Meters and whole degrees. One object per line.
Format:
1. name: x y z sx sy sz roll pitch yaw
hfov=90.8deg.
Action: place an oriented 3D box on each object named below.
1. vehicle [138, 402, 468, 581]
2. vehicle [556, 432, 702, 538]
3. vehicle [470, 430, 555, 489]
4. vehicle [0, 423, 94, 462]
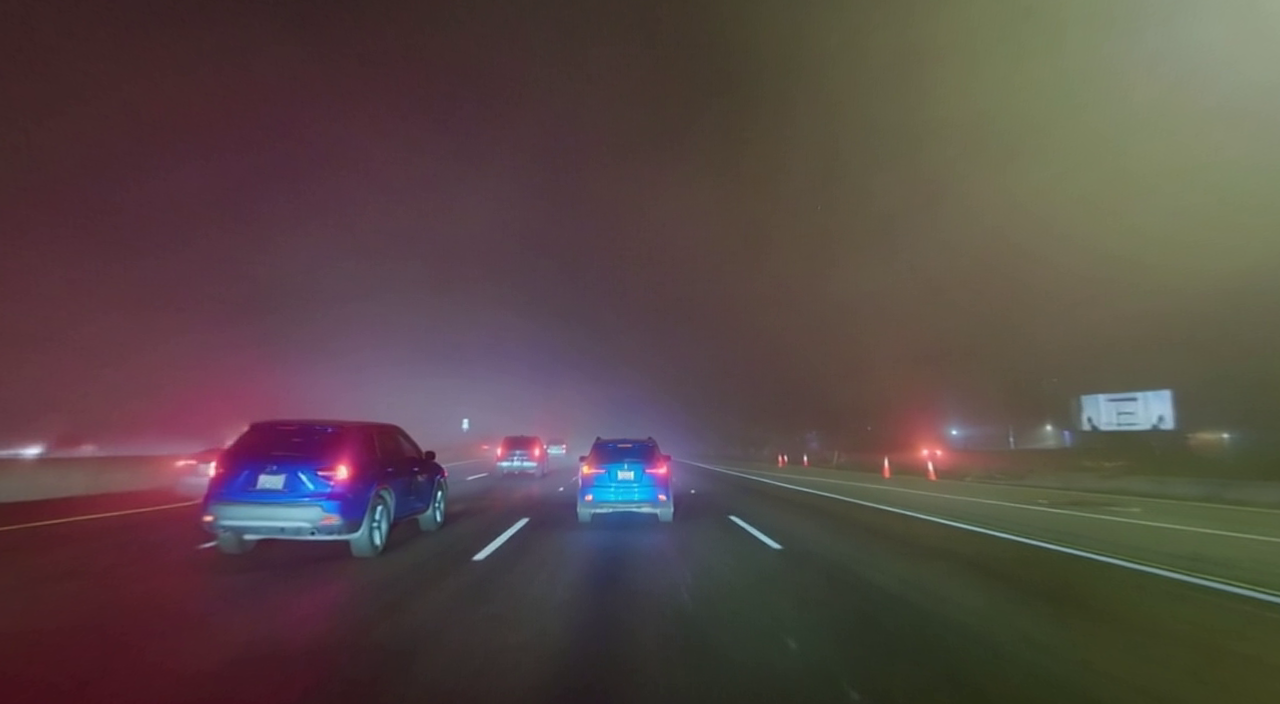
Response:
1. vehicle: -3.812 1.652 8.210 2.025 1.708 4.089 0 -9 0
2. vehicle: -0.218 2.187 11.011 2.069 1.484 3.982 0 -9 -2
3. vehicle: -4.083 3.523 20.945 1.982 1.727 4.057 0 -9 -1
4. vehicle: -29.030 4.328 30.129 2.033 1.675 4.577 1 -9 -4
